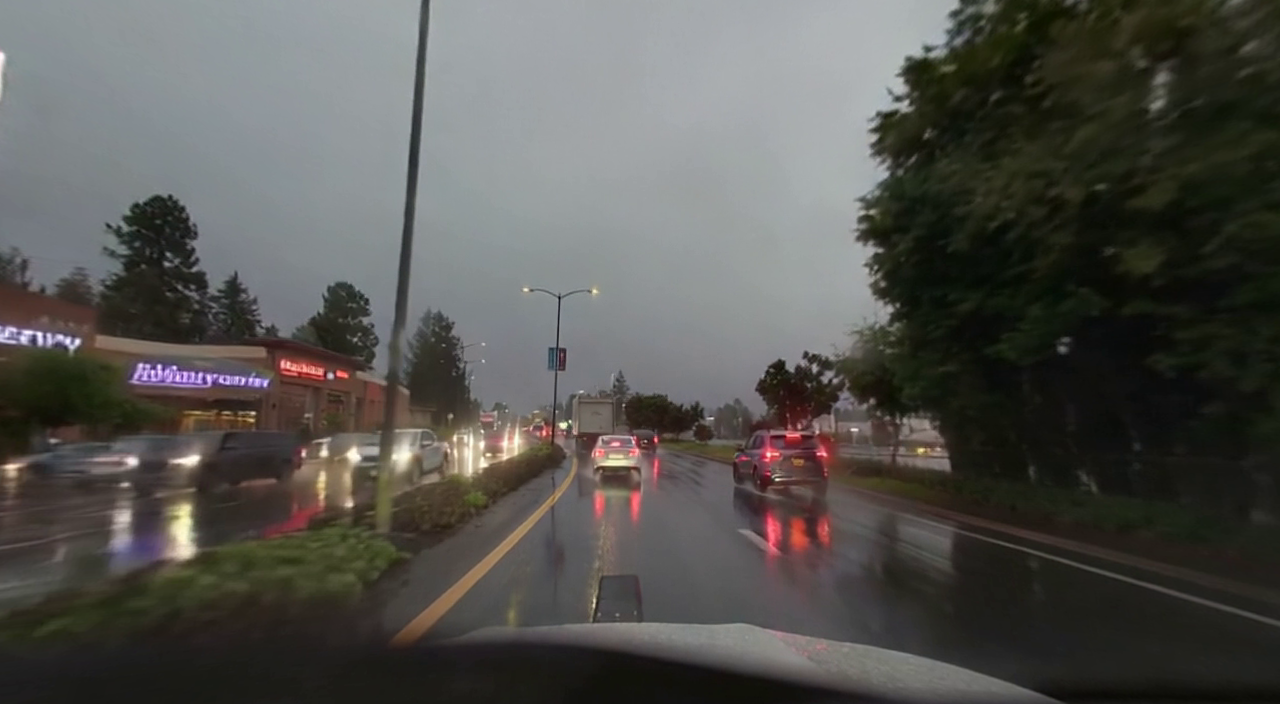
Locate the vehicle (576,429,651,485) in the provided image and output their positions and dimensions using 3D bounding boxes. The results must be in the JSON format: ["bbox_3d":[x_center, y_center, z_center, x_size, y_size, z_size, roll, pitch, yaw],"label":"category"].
[{"bbox_3d":[-0.839,3.029,18.600,1.991,1.472,3.518,1,-8,-4],"label":"vehicle"}]

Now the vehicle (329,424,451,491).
[{"bbox_3d":[-6.768,2.871,17.578,1.966,1.616,4.038,1,-8,-4],"label":"vehicle"}]

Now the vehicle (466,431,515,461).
[{"bbox_3d":[-8.229,5.177,35.033,2.007,1.532,4.266,1,-8,-5],"label":"vehicle"}]

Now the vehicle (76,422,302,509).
[{"bbox_3d":[-9.837,2.474,14.312,2.091,1.642,4.299,0,-8,-3],"label":"vehicle"}]

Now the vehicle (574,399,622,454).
[{"bbox_3d":[-3.068,5.253,43.973,2.917,3.482,6.946,1,-8,-7],"label":"vehicle"}]

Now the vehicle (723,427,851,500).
[{"bbox_3d":[3.310,2.568,15.012,1.889,1.480,3.876,1,-8,-4],"label":"vehicle"}]
